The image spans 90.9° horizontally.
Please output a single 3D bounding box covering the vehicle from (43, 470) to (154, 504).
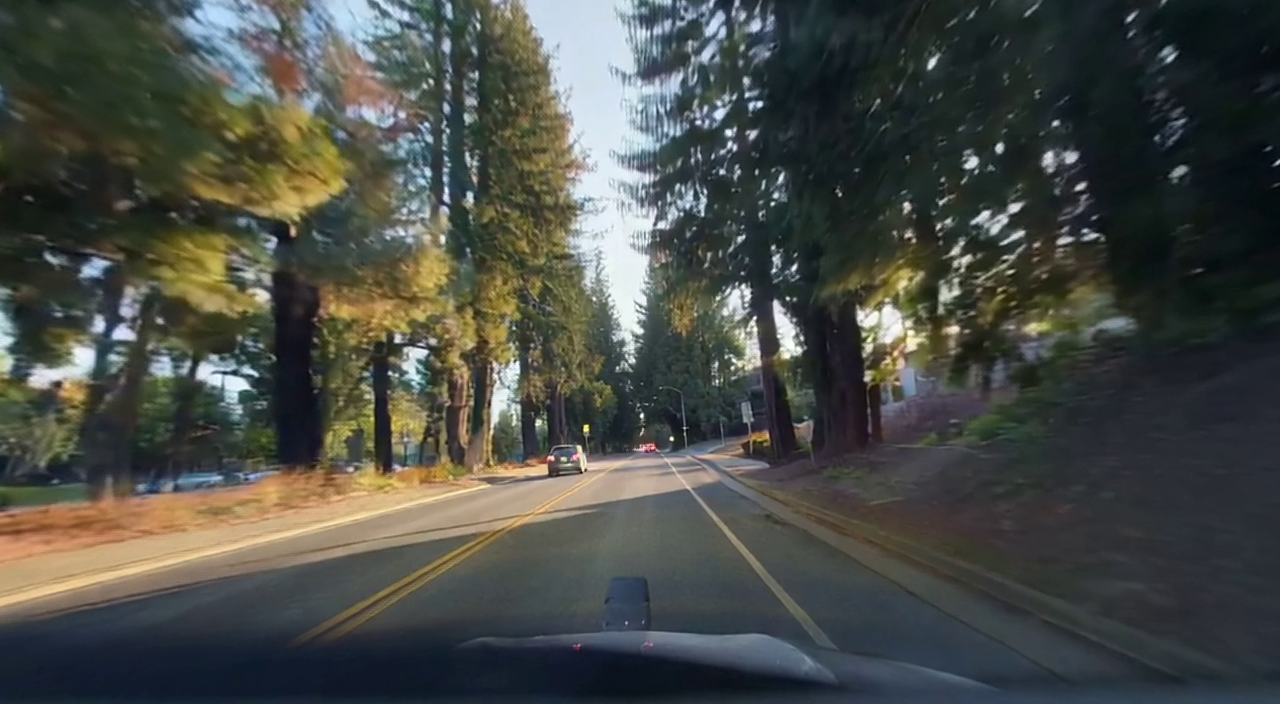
[{"bbox_3d":[-29.505,7.356,34.591,1.912,1.475,4.918,-1,-8,-3],"label":"vehicle"}]

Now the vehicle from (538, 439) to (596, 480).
[{"bbox_3d":[-3.220,4.819,28.635,2.016,1.694,4.335,0,-8,2],"label":"vehicle"}]

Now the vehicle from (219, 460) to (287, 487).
[{"bbox_3d":[-29.694,9.315,48.580,1.992,1.792,4.929,0,-8,2],"label":"vehicle"}]

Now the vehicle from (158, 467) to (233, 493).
[{"bbox_3d":[-29.782,8.567,42.406,1.862,1.478,4.488,-1,-8,0],"label":"vehicle"}]
